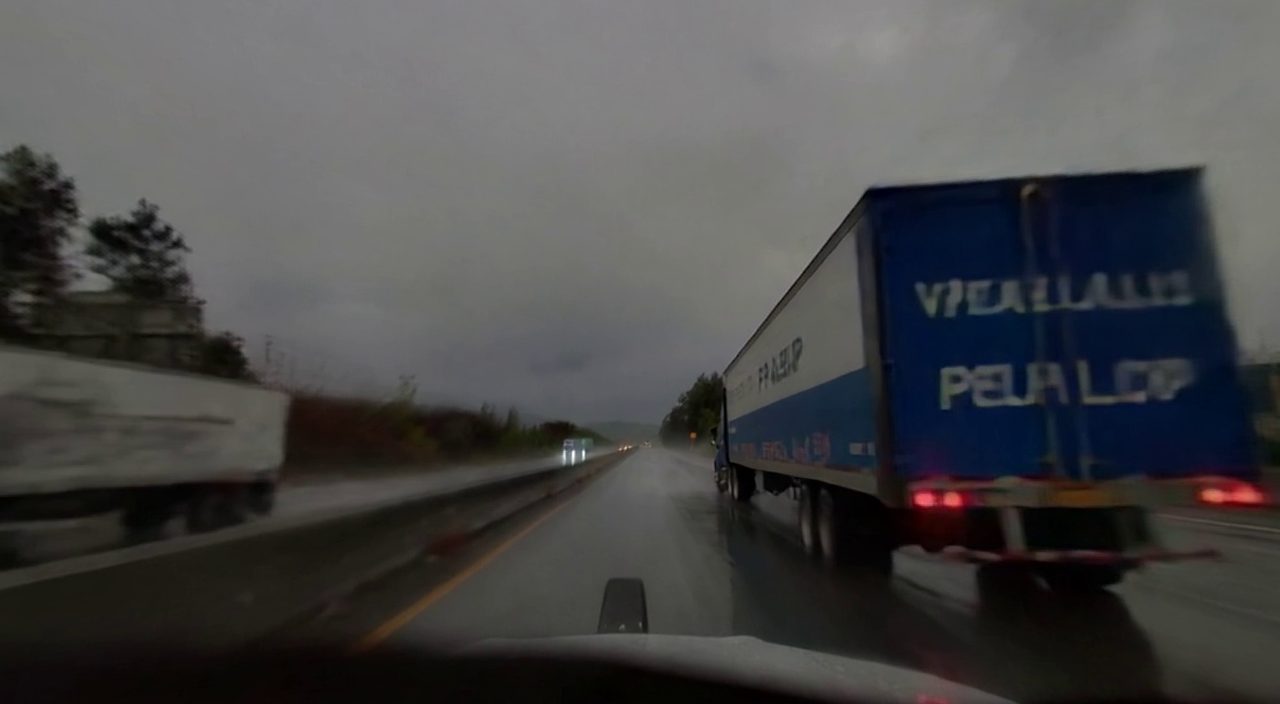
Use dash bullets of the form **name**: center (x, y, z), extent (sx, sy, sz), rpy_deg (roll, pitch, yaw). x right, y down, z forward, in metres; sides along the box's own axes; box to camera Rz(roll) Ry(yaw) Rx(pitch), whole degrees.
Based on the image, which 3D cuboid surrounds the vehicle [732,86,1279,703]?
- **vehicle**: center (4.044, 1.098, 10.364), extent (3.341, 4.269, 12.252), rpy_deg (0, -9, 1)

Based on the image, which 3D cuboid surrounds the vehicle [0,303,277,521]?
- **vehicle**: center (-13.129, 1.474, 13.832), extent (3.302, 3.833, 12.408), rpy_deg (0, -9, -2)
